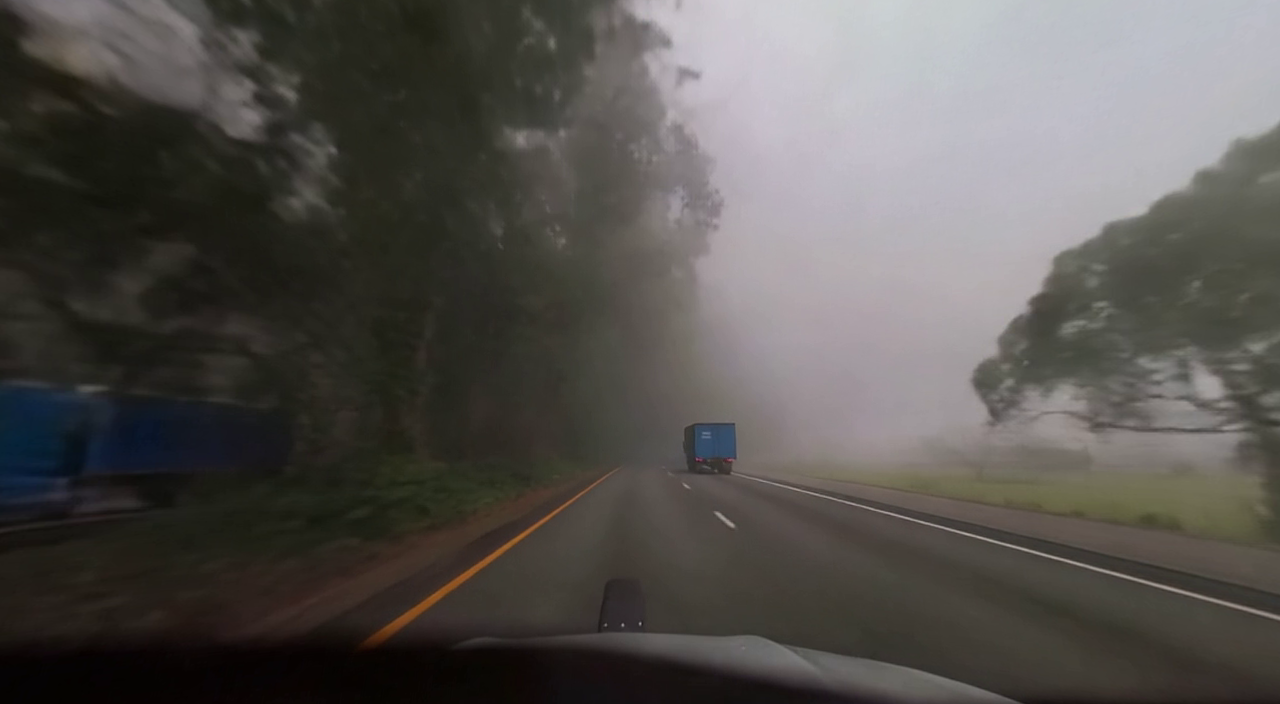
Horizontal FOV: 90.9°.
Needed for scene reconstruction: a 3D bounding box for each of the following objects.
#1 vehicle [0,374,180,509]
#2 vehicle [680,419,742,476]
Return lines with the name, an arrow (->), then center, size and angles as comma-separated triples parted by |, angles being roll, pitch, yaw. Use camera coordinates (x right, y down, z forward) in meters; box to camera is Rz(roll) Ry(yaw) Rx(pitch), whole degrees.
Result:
vehicle -> -18.573, 2.885, 20.141 | 3.021, 3.652, 5.902 | 0, -9, 0
vehicle -> 3.712, 5.221, 34.439 | 2.572, 2.795, 5.978 | 0, -9, -1
